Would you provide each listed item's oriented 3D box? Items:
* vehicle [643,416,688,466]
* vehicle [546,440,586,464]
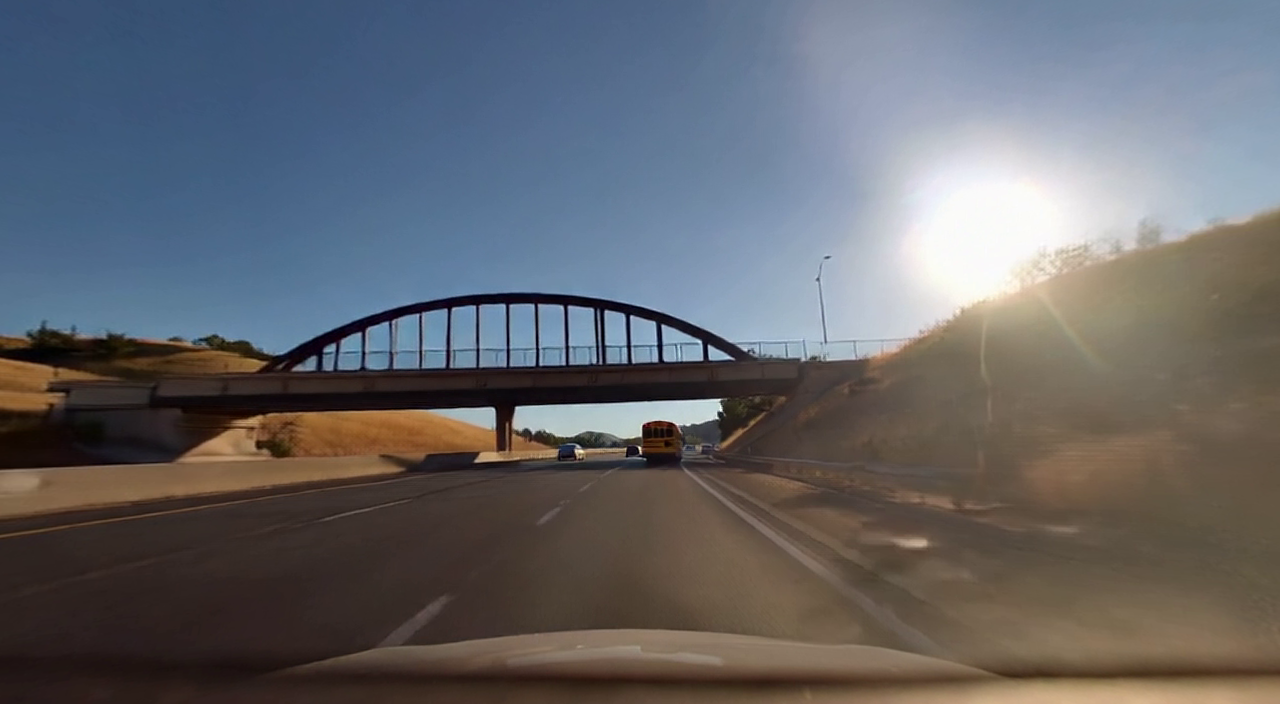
[{"bbox_3d":[1.990,6.638,47.062,2.945,3.295,10.406,0,-8,3],"label":"vehicle"},{"bbox_3d":[-5.508,7.504,47.566,2.172,1.689,4.625,-1,-8,5],"label":"vehicle"}]
